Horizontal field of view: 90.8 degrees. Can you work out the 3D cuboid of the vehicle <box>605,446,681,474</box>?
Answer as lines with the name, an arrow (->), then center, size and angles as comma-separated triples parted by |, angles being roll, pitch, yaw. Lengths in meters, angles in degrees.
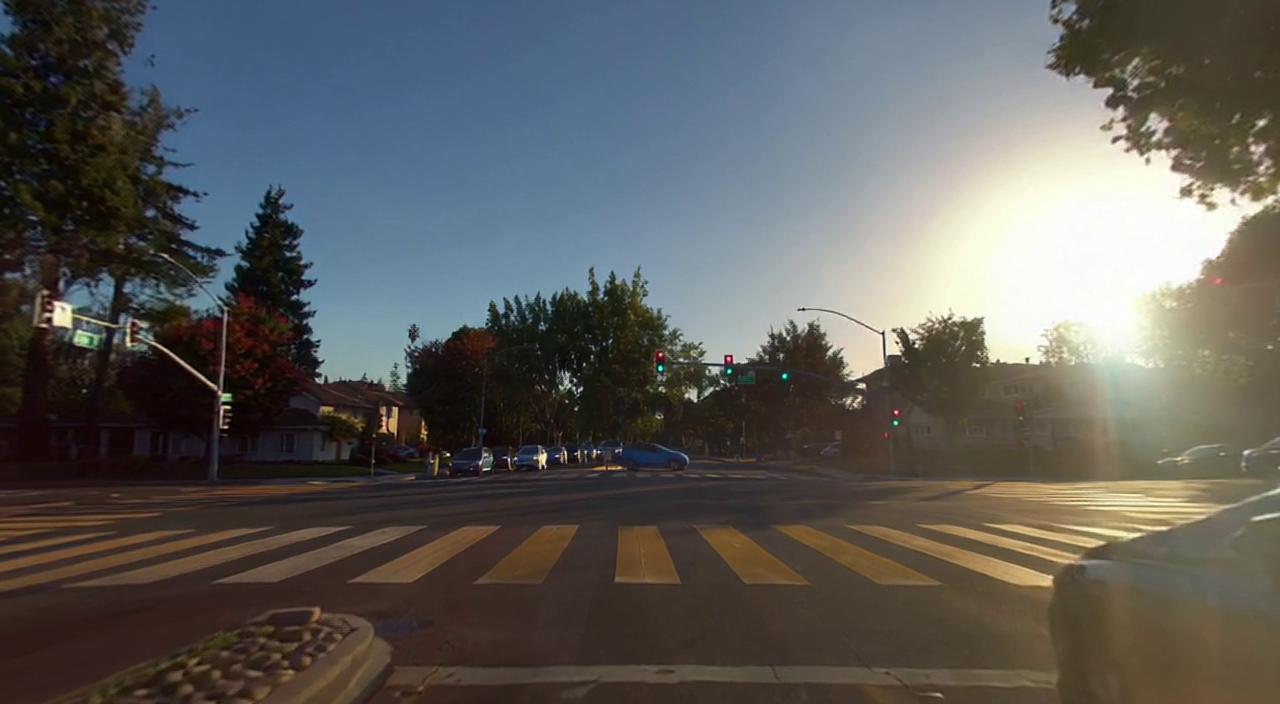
vehicle -> 0.129, 6.109, 36.034 | 2.046, 1.491, 4.118 | 8, -12, -42

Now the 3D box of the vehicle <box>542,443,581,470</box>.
vehicle -> -5.326, 7.130, 43.226 | 2.091, 1.707, 4.157 | 0, -9, 1

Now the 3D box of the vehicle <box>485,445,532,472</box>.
vehicle -> -8.732, 7.105, 42.500 | 2.028, 1.654, 5.027 | 0, -9, 0

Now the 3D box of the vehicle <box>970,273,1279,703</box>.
vehicle -> 2.715, 0.554, 0.661 | 2.085, 1.800, 4.908 | 0, -9, 0
